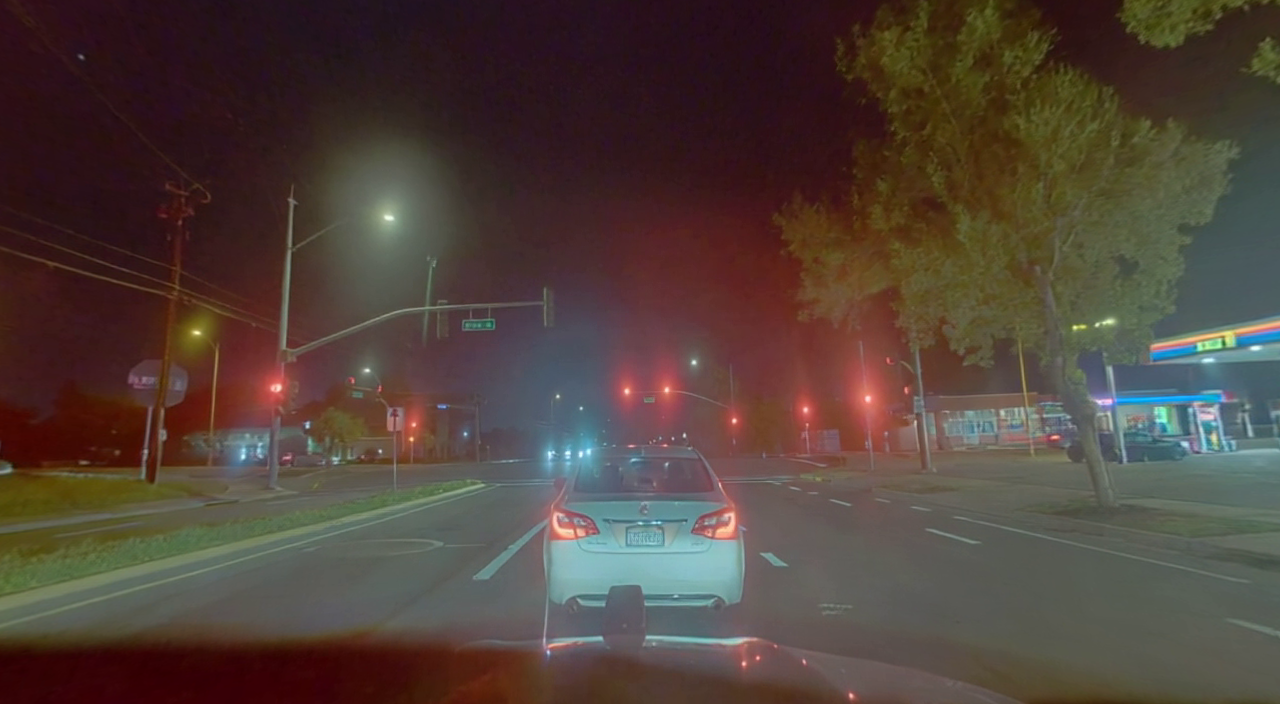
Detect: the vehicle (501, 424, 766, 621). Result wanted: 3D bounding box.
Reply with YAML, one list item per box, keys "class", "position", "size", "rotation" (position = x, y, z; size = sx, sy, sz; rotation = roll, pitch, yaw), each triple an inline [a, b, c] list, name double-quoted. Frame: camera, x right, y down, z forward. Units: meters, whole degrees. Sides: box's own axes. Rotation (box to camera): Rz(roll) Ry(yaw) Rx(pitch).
- class: "vehicle"
  position: [-0.047, 1.604, 6.905]
  size: [2.010, 1.482, 4.057]
  rotation: [0, -8, 0]

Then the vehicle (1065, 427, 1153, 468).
- class: "vehicle"
  position: [18.592, 3.762, 24.919]
  size: [4.091, 1.495, 2.053]
  rotation: [8, -12, -44]
